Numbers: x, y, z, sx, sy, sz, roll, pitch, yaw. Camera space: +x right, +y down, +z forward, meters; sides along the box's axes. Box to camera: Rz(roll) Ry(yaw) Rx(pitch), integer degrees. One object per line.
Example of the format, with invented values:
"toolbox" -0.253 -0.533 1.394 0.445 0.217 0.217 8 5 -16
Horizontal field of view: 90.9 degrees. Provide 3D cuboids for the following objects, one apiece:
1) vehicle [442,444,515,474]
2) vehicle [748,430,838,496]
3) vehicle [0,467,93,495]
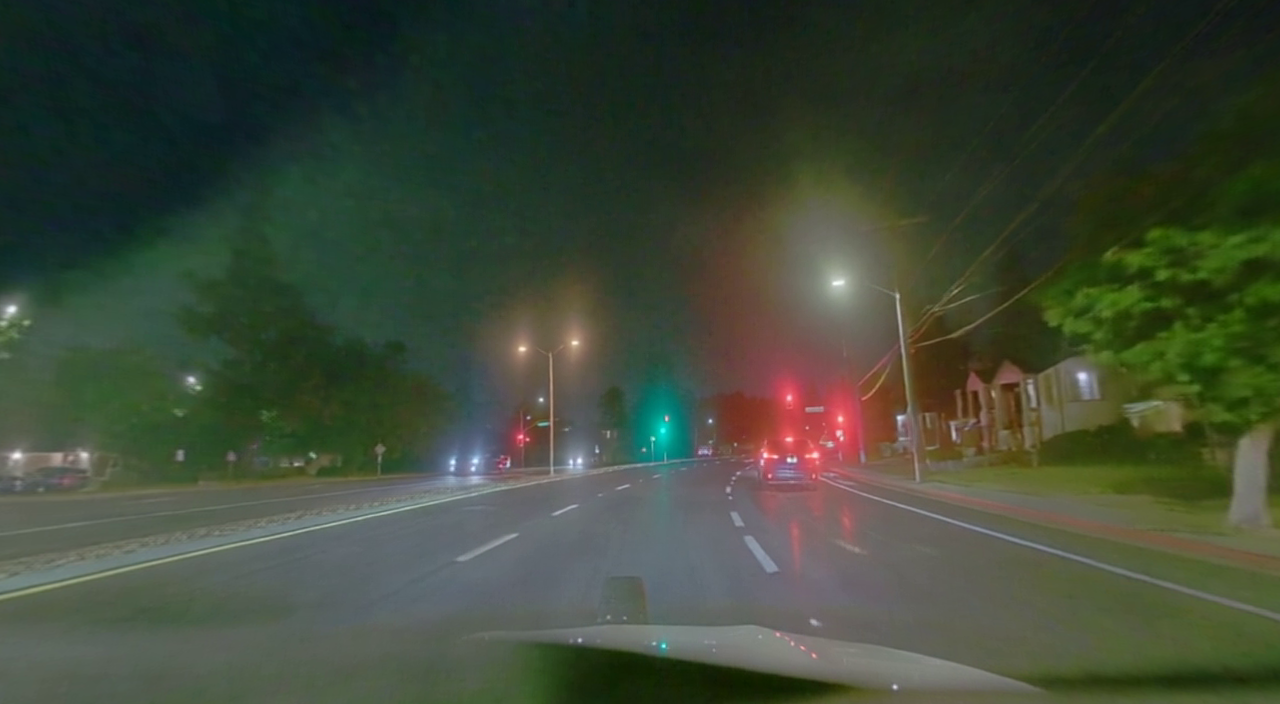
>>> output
"vehicle" -11.353 7.585 45.019 2.555 2.009 6.050 -2 -9 12
"vehicle" 4.740 3.505 20.301 2.141 1.833 4.704 -1 -8 6
"vehicle" -34.493 7.372 36.202 4.283 1.478 2.003 0 -8 2
